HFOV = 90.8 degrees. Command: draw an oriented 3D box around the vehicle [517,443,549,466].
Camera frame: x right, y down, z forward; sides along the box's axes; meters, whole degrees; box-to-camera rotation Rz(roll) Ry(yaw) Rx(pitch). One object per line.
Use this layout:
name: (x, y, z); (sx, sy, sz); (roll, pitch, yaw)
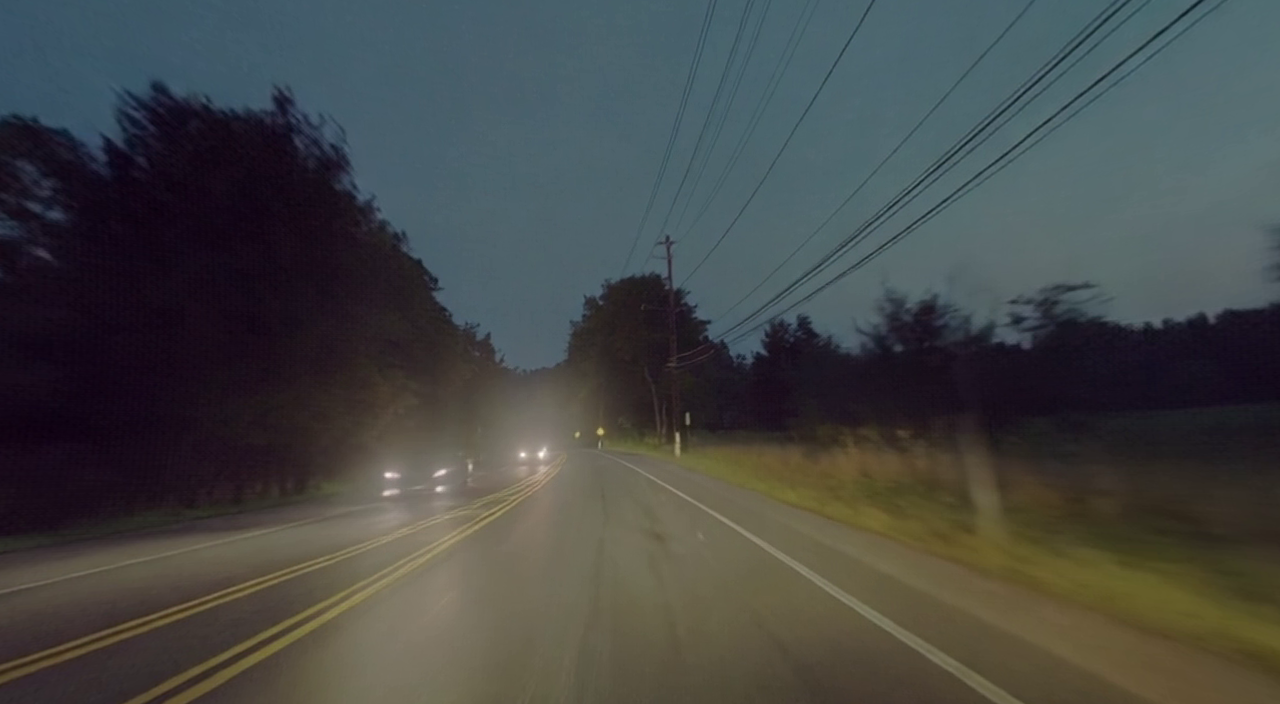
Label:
vehicle: (-7.648, 7.351, 45.519); (1.950, 1.522, 4.180); (0, -8, -5)

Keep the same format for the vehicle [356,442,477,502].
vehicle: (-6.783, 3.664, 19.802); (2.099, 1.640, 4.555); (0, -8, 0)
